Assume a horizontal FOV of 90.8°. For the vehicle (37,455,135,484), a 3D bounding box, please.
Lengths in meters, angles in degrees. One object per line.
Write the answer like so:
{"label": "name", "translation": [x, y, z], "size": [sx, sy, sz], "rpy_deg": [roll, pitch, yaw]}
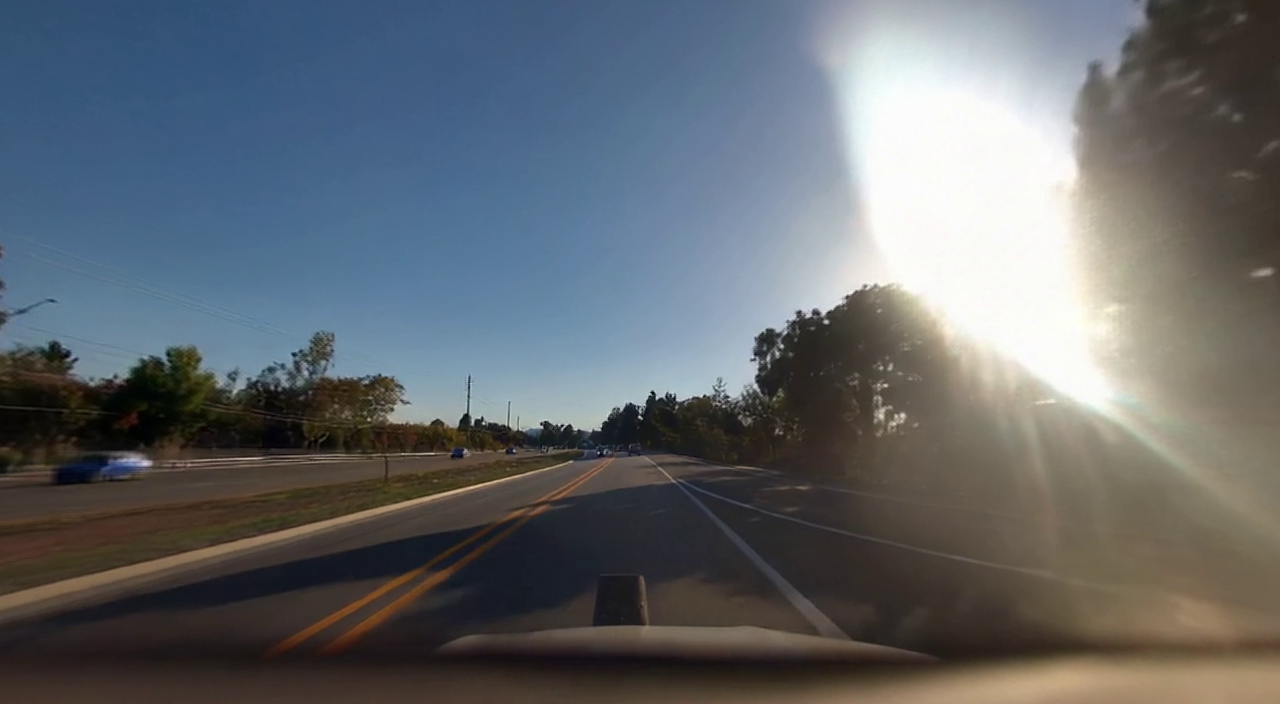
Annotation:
{"label": "vehicle", "translation": [-29.555, 6.244, 33.821], "size": [1.729, 1.394, 3.877], "rpy_deg": [0, -8, 0]}
